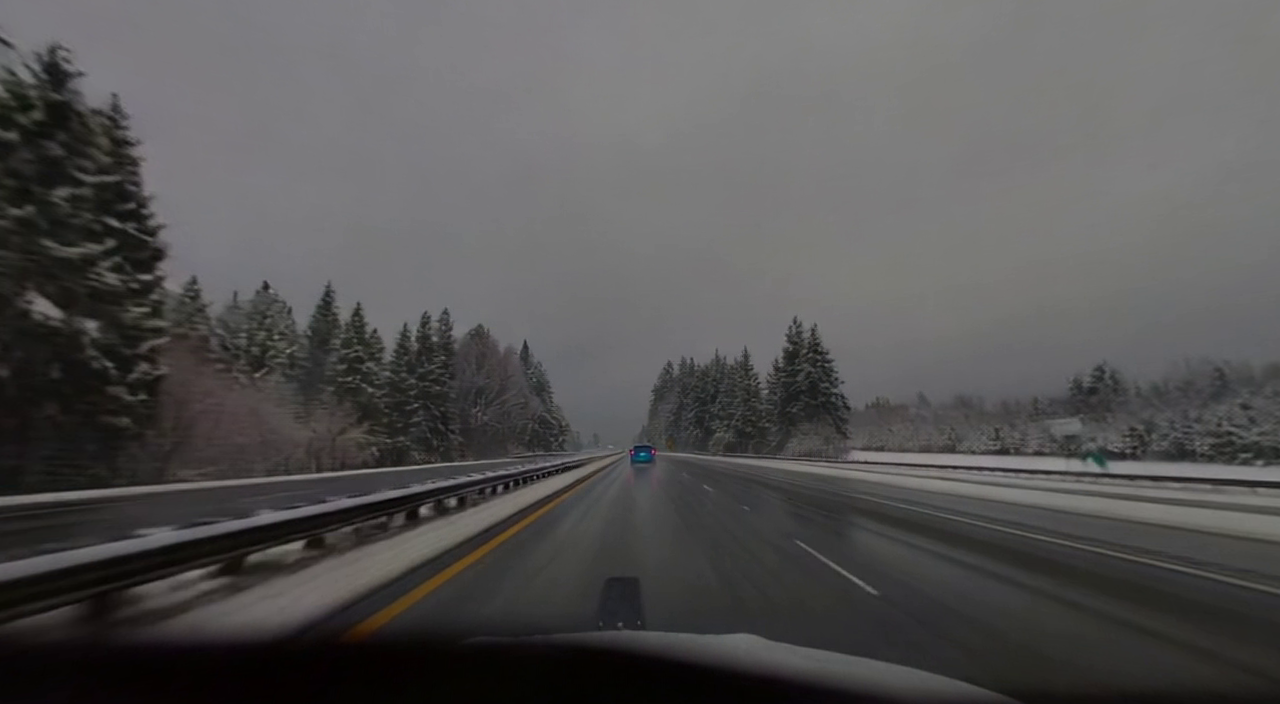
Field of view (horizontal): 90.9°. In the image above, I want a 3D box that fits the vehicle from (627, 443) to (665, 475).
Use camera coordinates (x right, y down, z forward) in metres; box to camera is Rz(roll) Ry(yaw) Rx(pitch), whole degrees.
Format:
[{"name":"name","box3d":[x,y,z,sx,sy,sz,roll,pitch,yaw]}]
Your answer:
[{"name":"vehicle","box3d":[0.290,5.863,34.671,1.987,1.658,3.620,0,-9,0]}]
